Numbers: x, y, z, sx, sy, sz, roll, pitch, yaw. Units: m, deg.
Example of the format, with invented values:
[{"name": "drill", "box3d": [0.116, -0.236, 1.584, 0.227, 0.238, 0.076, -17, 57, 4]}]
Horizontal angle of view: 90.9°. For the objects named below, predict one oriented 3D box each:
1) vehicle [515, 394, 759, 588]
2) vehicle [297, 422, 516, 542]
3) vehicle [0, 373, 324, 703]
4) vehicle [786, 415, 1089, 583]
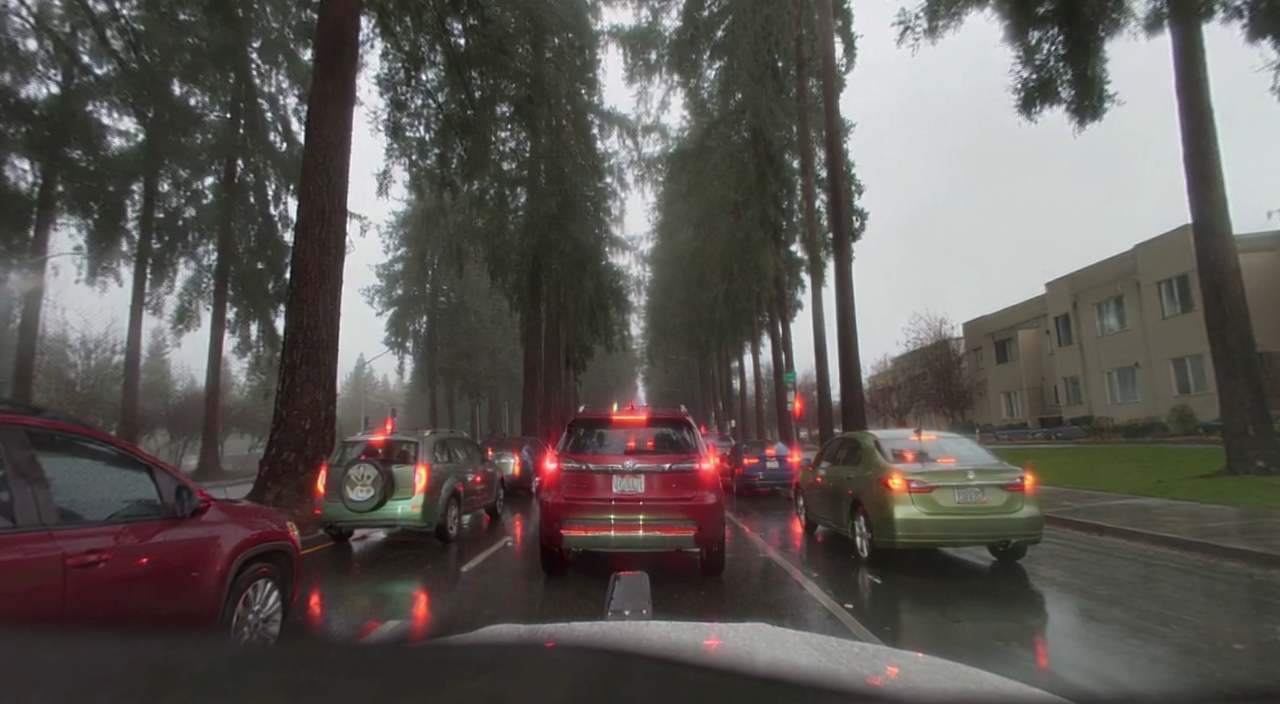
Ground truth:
[{"name": "vehicle", "box3d": [-0.013, 1.551, 7.774, 2.193, 1.744, 4.033, 0, -8, 0]}, {"name": "vehicle", "box3d": [-3.655, 2.115, 10.921, 2.042, 1.641, 4.314, 0, -8, 1]}, {"name": "vehicle", "box3d": [-3.784, 0.997, 3.307, 1.929, 1.641, 4.193, 0, -8, 2]}, {"name": "vehicle", "box3d": [3.263, 1.664, 7.871, 1.922, 1.579, 3.642, 0, -8, -1]}]
